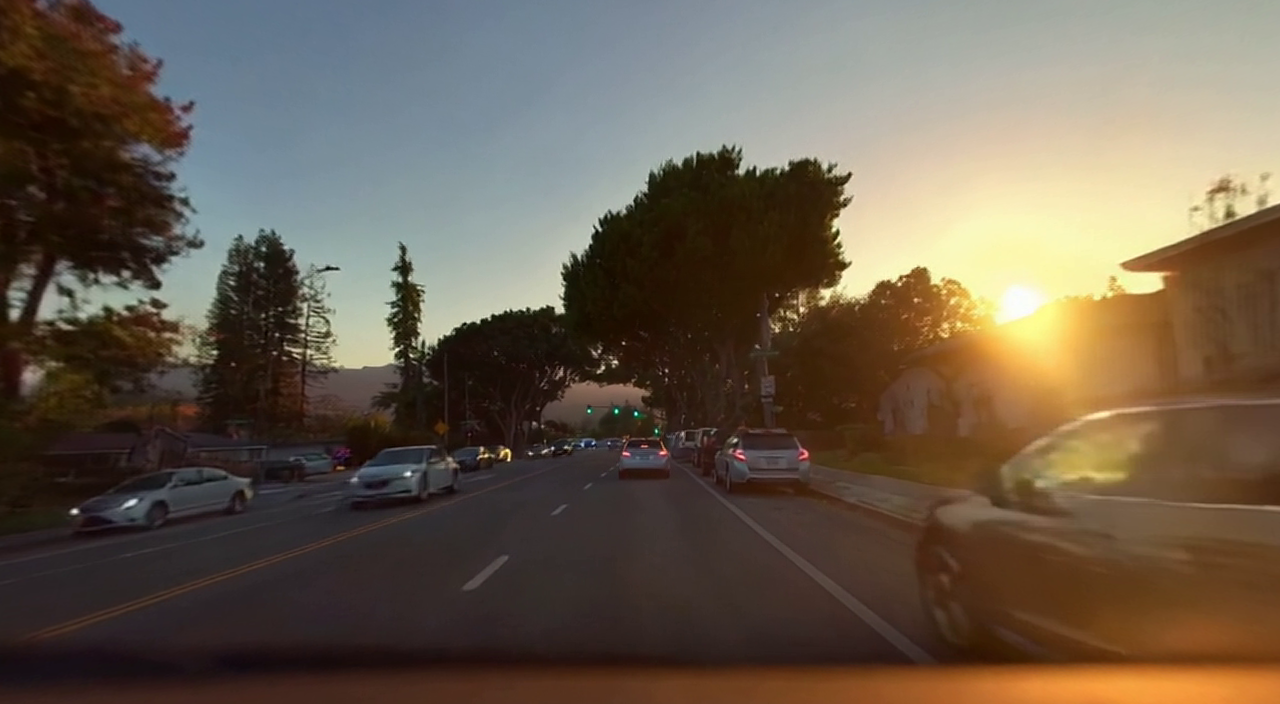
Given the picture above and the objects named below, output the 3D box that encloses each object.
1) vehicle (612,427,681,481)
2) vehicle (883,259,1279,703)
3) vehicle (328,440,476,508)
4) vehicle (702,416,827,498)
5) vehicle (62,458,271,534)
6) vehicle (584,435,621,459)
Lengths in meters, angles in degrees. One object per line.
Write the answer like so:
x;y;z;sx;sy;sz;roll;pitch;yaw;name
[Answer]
0.165;3.310;20.726;2.041;1.575;4.304;0;-8;-1;vehicle
2.885;0.686;2.027;2.289;1.782;4.661;0;-8;-1;vehicle
-5.984;3.100;16.633;1.981;1.498;4.701;0;-8;1;vehicle
2.913;2.597;15.953;2.060;1.733;4.639;0;-8;-2;vehicle
-12.103;3.654;16.638;2.070;1.610;4.356;0;-8;0;vehicle
-2.483;6.402;42.842;2.117;1.528;4.277;0;-8;1;vehicle
